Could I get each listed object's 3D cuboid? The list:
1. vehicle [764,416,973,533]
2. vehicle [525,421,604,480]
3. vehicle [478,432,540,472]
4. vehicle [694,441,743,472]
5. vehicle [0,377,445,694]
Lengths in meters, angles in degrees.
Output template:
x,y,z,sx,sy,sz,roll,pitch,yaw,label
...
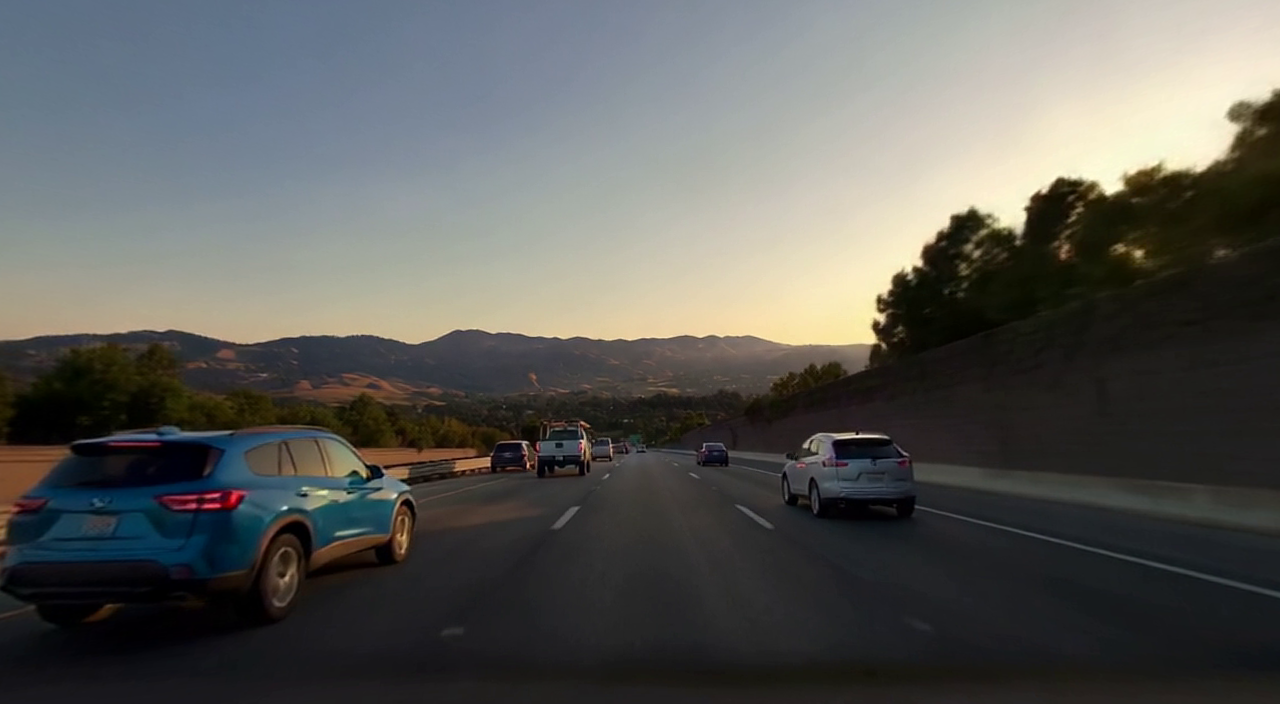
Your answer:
x,y,z,sx,sy,sz,roll,pitch,yaw,label
3.796,2.134,11.573,2.066,1.696,4.604,0,-8,-1,vehicle
-2.915,4.025,25.928,2.494,2.136,5.539,0,-8,1,vehicle
-6.789,5.258,33.196,2.149,1.922,4.976,0,-8,0,vehicle
4.251,5.729,34.889,2.071,1.570,4.637,0,-8,-1,vehicle
-3.487,1.303,5.607,2.080,1.716,4.207,0,-8,1,vehicle
